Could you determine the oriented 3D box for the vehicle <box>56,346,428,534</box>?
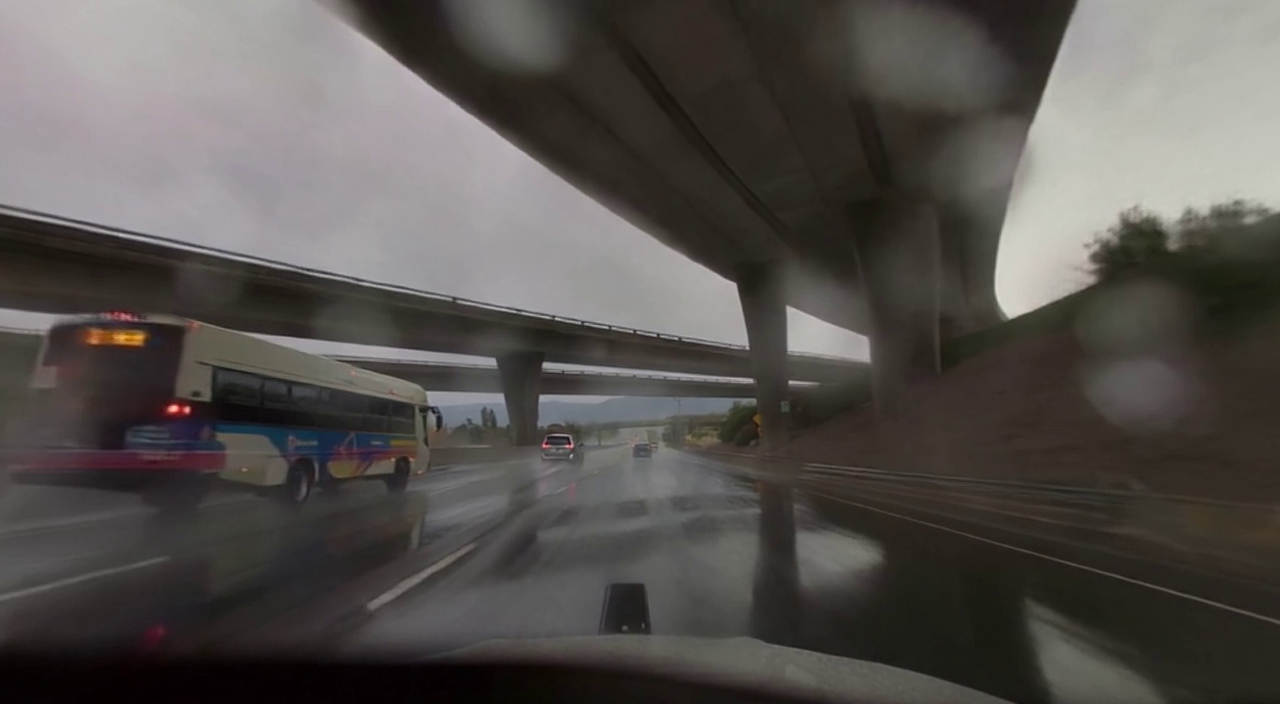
[{"bbox_3d":[-7.507,1.965,13.818,2.872,2.890,7.923,1,-9,0],"label":"vehicle"}]

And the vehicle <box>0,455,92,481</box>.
[{"bbox_3d":[-36.116,7.000,38.307,1.787,1.415,4.159,-1,-9,2],"label":"vehicle"}]

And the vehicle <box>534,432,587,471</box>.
[{"bbox_3d":[-4.226,5.404,34.342,2.147,1.918,4.834,0,-8,1],"label":"vehicle"}]

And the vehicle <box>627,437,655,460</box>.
[{"bbox_3d":[0.032,7.461,48.722,2.052,1.711,4.223,0,-8,-1],"label":"vehicle"}]
